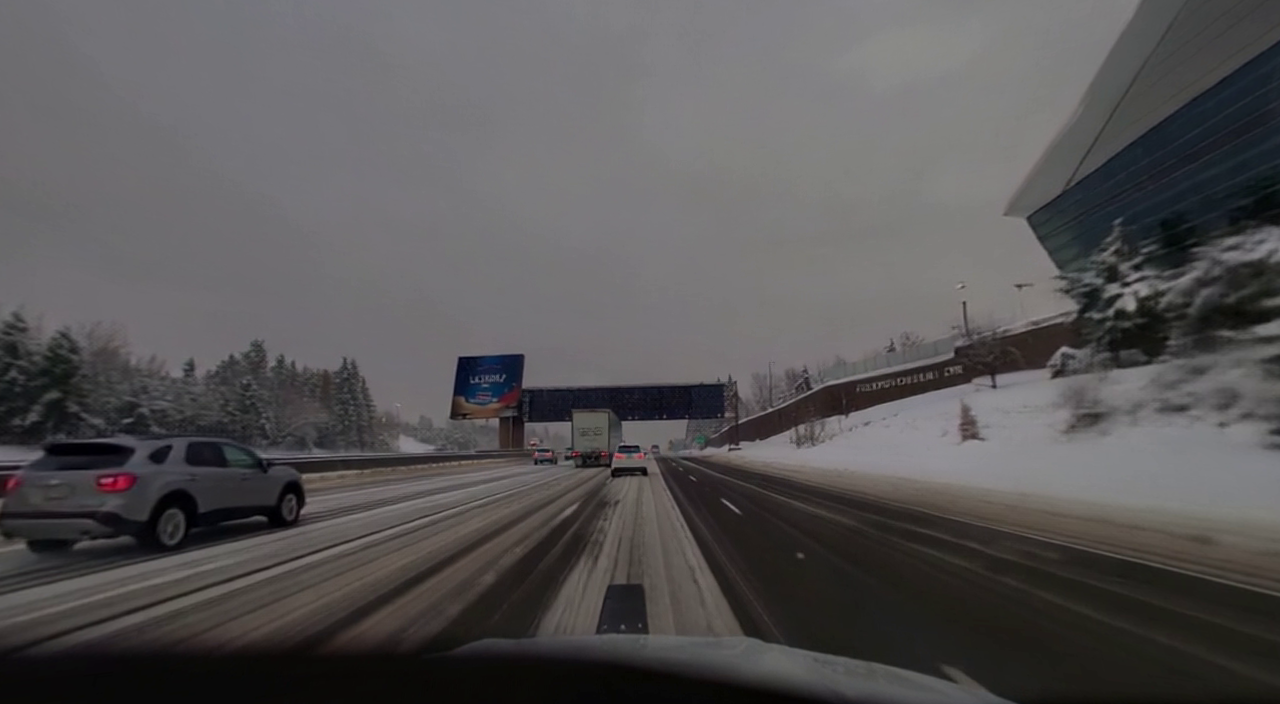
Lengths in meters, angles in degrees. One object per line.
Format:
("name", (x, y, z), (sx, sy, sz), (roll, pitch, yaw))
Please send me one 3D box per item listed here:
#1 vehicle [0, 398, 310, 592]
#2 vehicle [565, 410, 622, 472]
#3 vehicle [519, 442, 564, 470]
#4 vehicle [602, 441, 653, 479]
("vehicle", (-6.996, 1.695, 8.339), (2.401, 1.759, 5.126), (0, -9, 1))
("vehicle", (-2.753, 5.701, 40.023), (2.794, 3.460, 8.595), (0, -9, 1))
("vehicle", (-6.399, 6.844, 41.585), (2.124, 1.674, 4.541), (0, -9, 1))
("vehicle", (-0.543, 4.840, 28.425), (2.168, 1.597, 3.615), (0, -9, -1))
